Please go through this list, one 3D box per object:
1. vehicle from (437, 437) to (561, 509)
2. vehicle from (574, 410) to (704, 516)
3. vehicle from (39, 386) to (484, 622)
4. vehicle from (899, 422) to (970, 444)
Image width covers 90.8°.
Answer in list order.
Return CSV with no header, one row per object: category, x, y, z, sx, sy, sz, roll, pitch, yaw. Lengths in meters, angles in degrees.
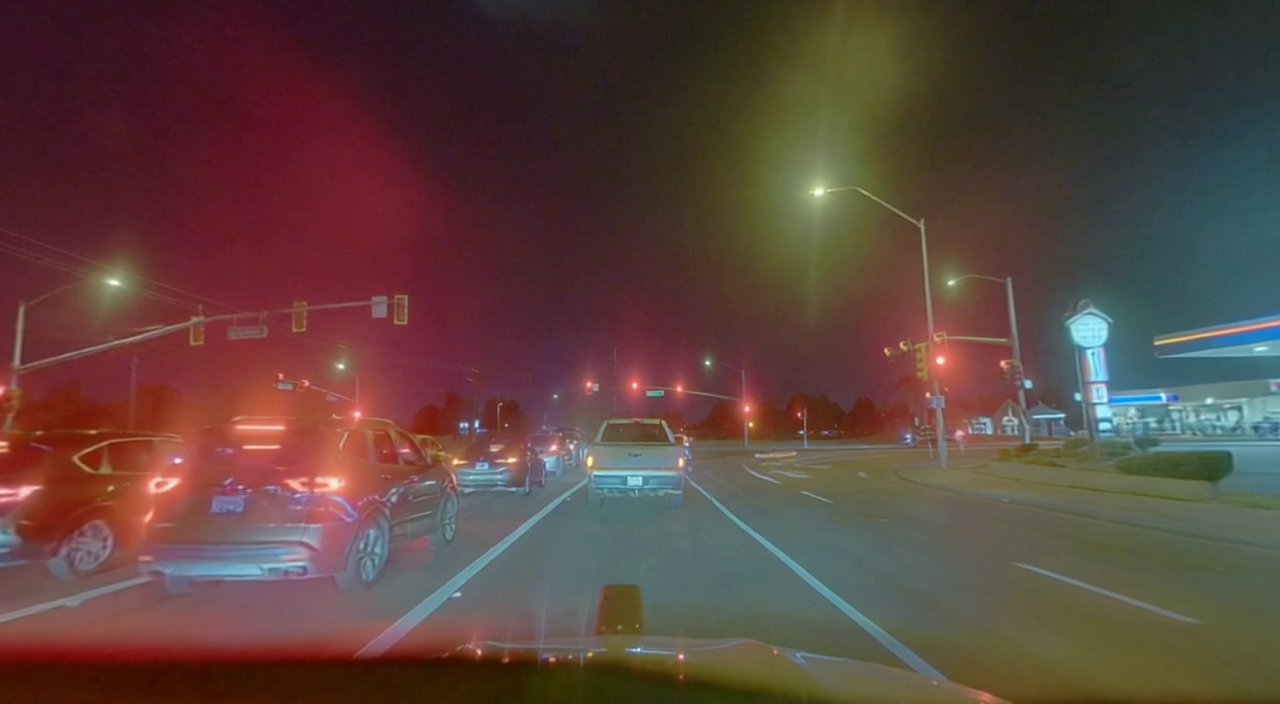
vehicle,-3.068,2.724,14.694,1.881,1.424,4.098,0,-9,1
vehicle,-0.042,2.282,13.428,2.224,1.819,5.005,0,-9,0
vehicle,-3.304,1.429,6.823,2.096,1.718,4.266,0,-9,1
vehicle,23.203,6.410,49.903,4.548,1.730,2.013,0,-8,-1
